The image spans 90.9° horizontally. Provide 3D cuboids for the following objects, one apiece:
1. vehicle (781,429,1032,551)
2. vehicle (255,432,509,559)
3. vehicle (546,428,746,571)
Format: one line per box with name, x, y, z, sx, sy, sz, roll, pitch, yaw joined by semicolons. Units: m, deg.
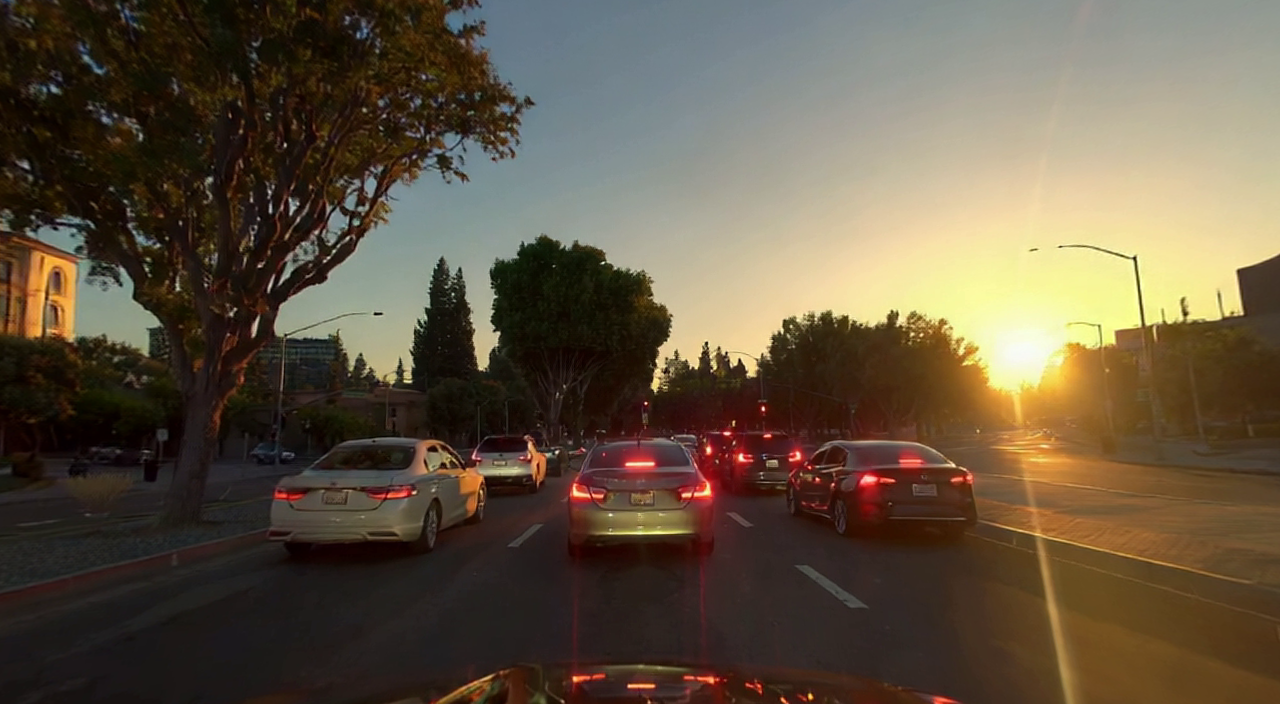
vehicle;3.788;2.029;10.032;1.990;1.486;4.431;0;-8;-1
vehicle;-3.465;1.990;9.499;2.002;1.465;4.098;0;-8;1
vehicle;0.045;1.848;8.679;2.101;1.480;3.929;0;-8;0
